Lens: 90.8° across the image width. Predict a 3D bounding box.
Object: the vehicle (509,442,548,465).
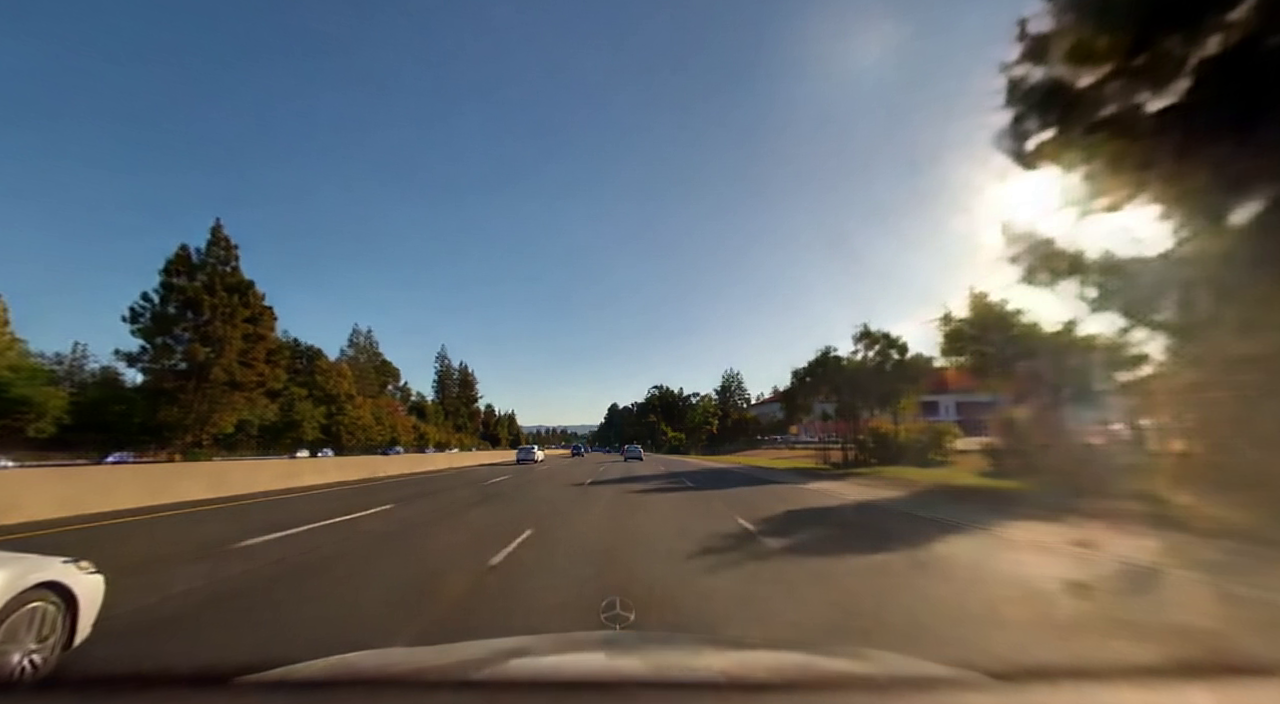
[{"bbox_3d":[-7.922,7.237,45.106,1.991,1.572,4.314,0,-9,0],"label":"vehicle"}]
